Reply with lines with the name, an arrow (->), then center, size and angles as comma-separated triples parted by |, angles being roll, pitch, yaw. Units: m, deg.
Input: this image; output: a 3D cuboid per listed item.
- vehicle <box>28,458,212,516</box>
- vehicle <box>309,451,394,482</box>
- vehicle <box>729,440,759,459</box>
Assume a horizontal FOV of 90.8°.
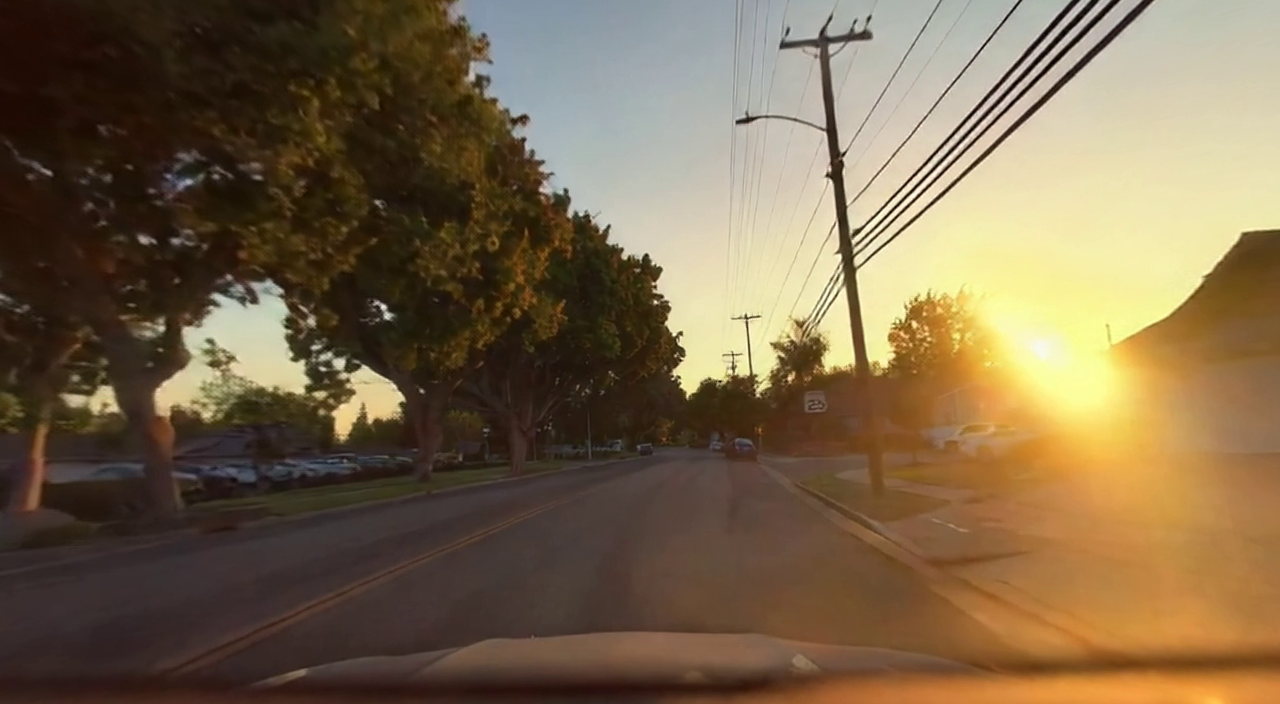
vehicle -> -18.022, 4.656, 22.252 | 4.675, 1.442, 1.906 | -1, -7, -27
vehicle -> -16.070, 6.403, 35.444 | 4.123, 1.603, 1.906 | 3, -9, -20
vehicle -> 8.057, 7.590, 49.190 | 1.990, 1.435, 4.526 | -1, -8, 6
